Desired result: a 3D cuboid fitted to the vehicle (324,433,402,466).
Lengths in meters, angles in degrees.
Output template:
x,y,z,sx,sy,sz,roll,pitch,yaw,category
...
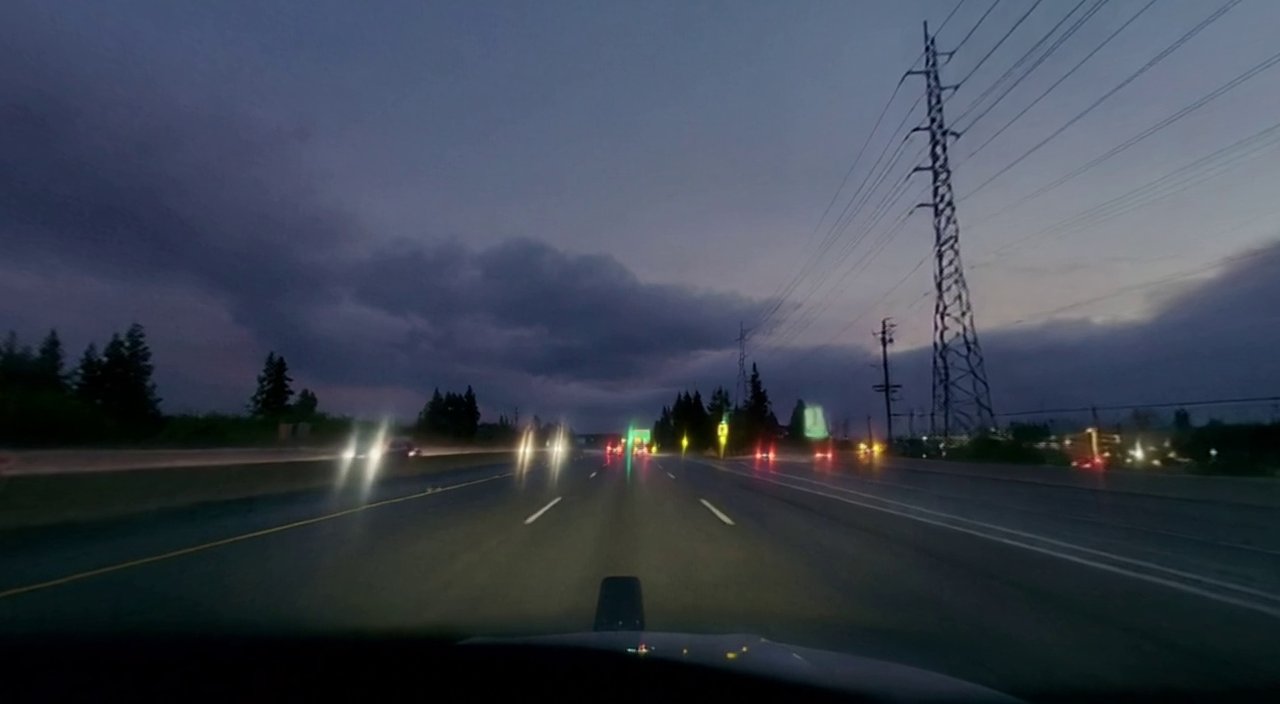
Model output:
x,y,z,sx,sy,sz,roll,pitch,yaw,category
-17.899,6.357,41.249,2.470,1.990,5.765,0,-8,0,vehicle
